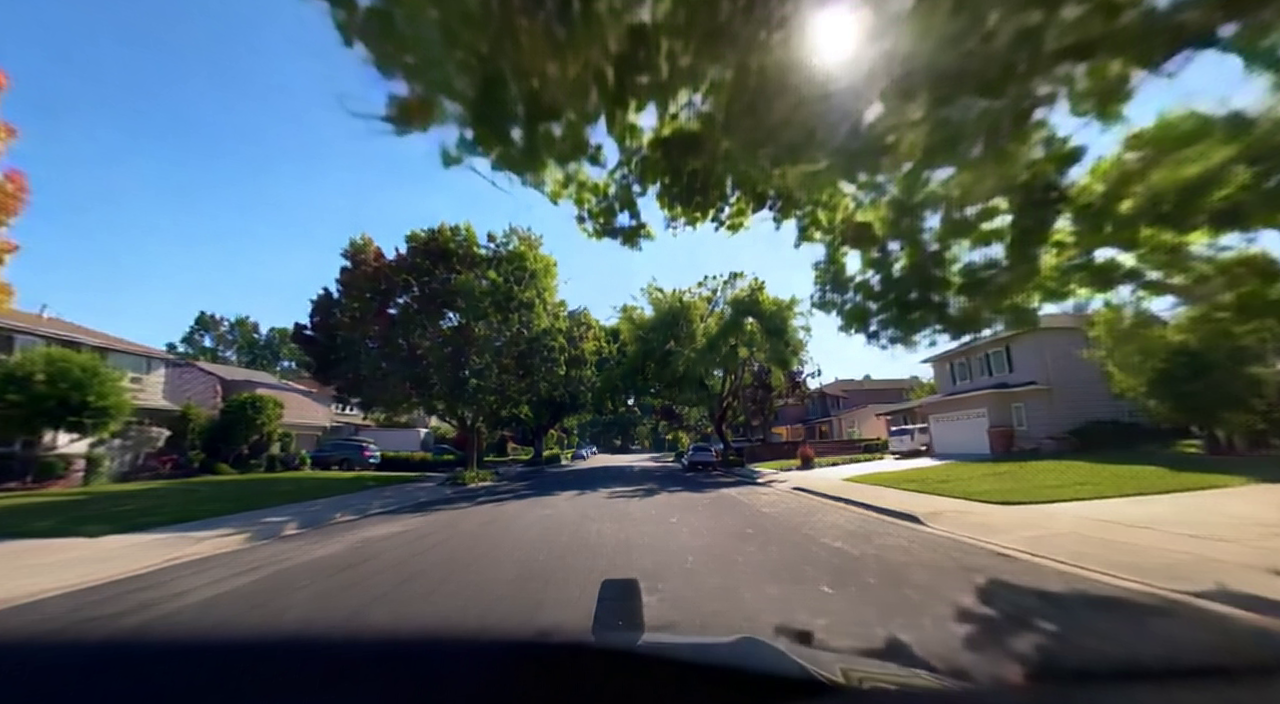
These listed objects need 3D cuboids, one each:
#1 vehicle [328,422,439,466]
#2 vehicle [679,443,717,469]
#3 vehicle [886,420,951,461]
[{"bbox_3d":[-17.175,6.213,42.396,6.381,2.645,2.703,-3,-9,9],"label":"vehicle"},{"bbox_3d":[3.572,6.508,39.554,2.011,1.521,4.292,0,-9,1],"label":"vehicle"},{"bbox_3d":[14.633,4.650,32.946,2.222,1.963,4.670,-6,-10,33],"label":"vehicle"}]
